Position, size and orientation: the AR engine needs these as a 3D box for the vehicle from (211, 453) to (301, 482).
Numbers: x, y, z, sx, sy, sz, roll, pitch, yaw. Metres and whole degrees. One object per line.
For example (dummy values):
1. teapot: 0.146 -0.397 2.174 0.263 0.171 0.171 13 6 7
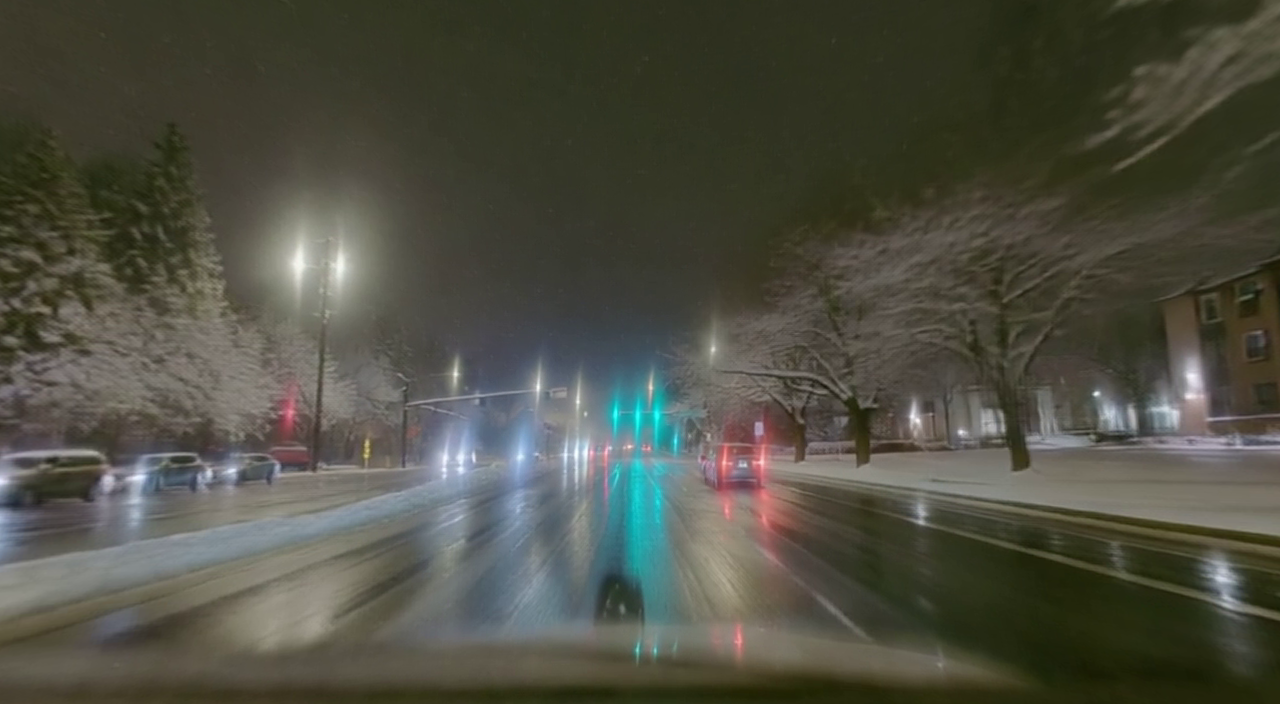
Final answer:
1. vehicle: -22.395 6.724 37.099 2.098 1.510 5.072 -1 -9 0

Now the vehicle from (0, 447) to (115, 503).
1. vehicle: -22.347 4.418 23.141 2.139 1.833 4.686 0 -9 0

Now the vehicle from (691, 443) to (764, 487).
1. vehicle: 3.099 4.111 23.270 1.966 1.449 4.290 0 -9 -1

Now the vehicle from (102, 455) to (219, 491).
1. vehicle: -22.388 5.637 29.788 1.865 1.507 4.631 -1 -9 0
